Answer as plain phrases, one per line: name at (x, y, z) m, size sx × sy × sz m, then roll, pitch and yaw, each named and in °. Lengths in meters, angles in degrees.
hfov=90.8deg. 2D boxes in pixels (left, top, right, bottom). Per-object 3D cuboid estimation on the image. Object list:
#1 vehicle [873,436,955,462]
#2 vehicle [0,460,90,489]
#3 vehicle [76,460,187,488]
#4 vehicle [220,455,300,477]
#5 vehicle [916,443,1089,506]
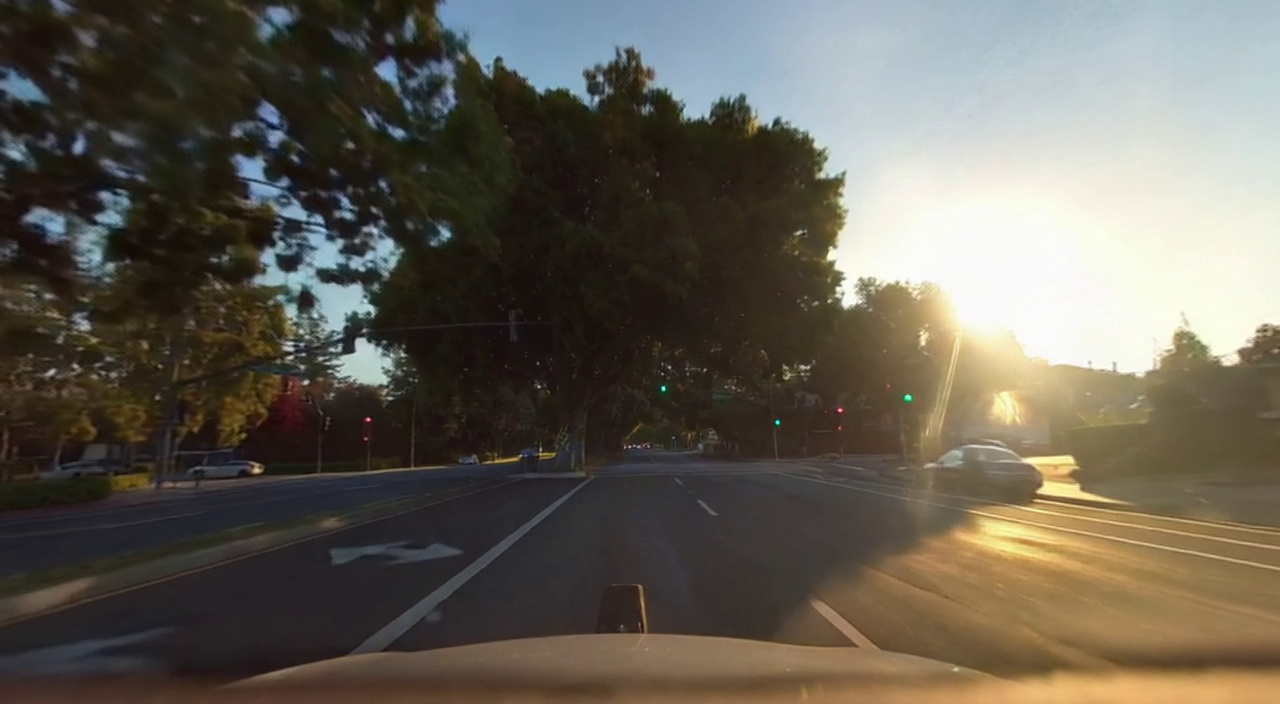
vehicle at (20.241, 7.166, 46.746) m, size 5.021 × 1.780 × 2.191 m, roll 0°, pitch -9°, yaw -3°
vehicle at (-35.488, 7.189, 37.074) m, size 4.563 × 1.451 × 2.046 m, roll -2°, pitch -8°, yaw 1°
vehicle at (-29.454, 7.045, 36.679) m, size 4.692 × 1.476 × 1.946 m, roll 0°, pitch -9°, yaw -2°
vehicle at (-27.977, 8.396, 46.649) m, size 4.665 × 1.494 × 1.850 m, roll 0°, pitch -9°, yaw -3°
vehicle at (9.802, 3.317, 17.658) m, size 1.918 × 1.483 × 4.813 m, roll 0°, pitch -9°, yaw -1°
